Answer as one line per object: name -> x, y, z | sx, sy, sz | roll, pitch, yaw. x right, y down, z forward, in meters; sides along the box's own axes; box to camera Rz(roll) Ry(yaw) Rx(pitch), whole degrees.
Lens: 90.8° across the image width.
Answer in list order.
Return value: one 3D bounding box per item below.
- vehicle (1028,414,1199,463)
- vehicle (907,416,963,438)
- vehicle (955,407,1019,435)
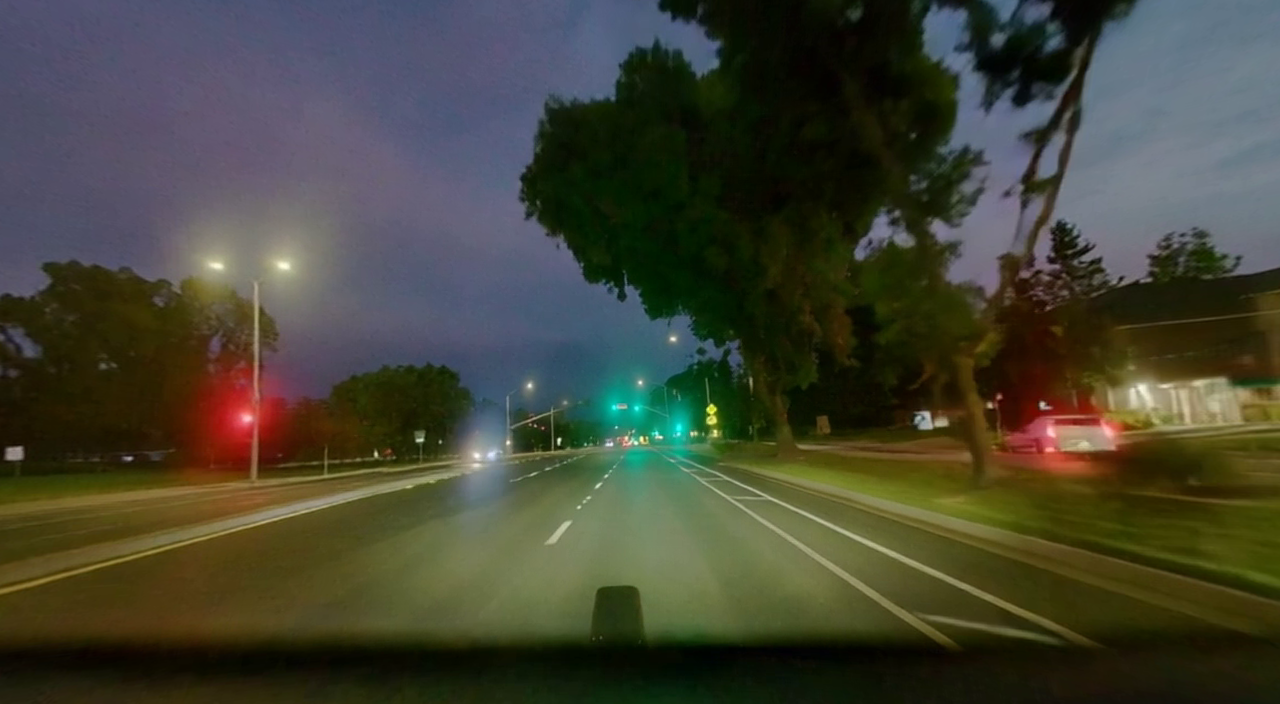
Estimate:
vehicle -> 15.595, 2.926, 21.233 | 1.882, 1.446, 4.741 | 0, -8, -4
vehicle -> 22.972, 5.865, 49.333 | 1.911, 1.598, 4.322 | 1, -8, -6
vehicle -> 26.842, 5.389, 49.021 | 2.081, 1.949, 4.635 | 3, -7, -5
